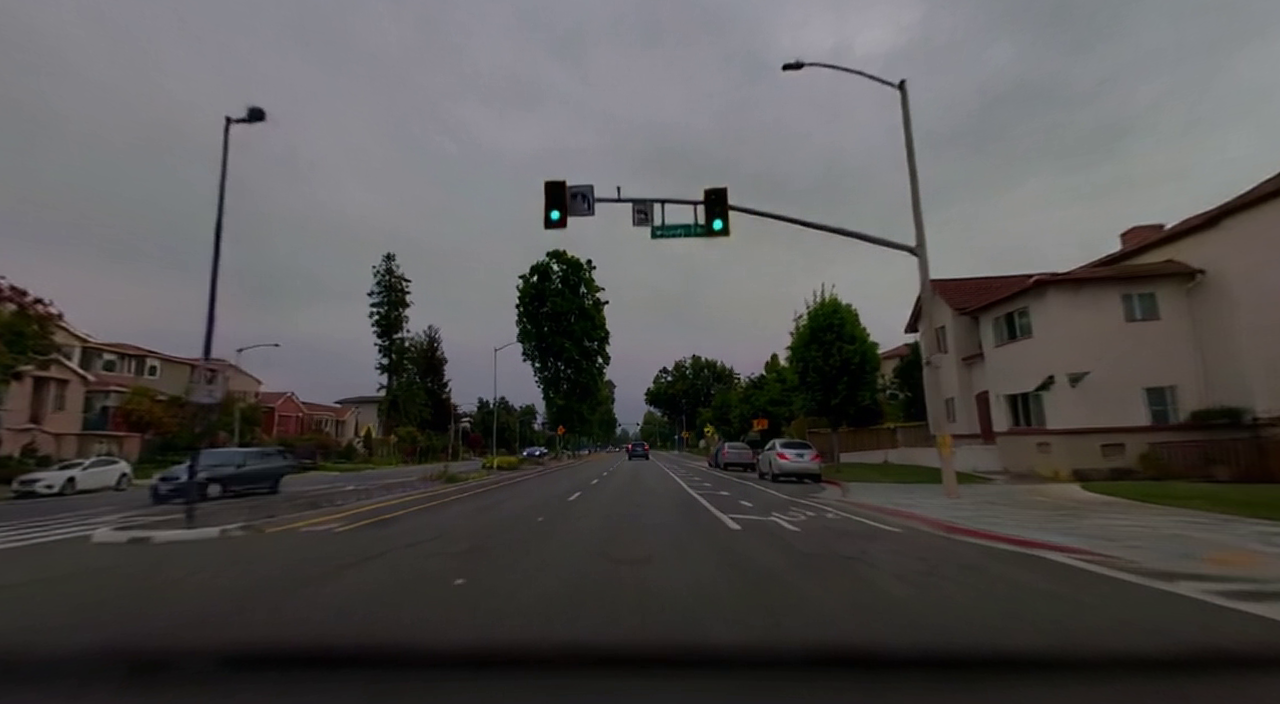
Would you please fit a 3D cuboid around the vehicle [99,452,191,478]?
[{"bbox_3d":[-37.915,8.653,48.456,4.982,1.915,2.401,0,-8,0],"label":"vehicle"}]

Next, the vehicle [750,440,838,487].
[{"bbox_3d":[5.697,4.172,24.055,2.066,1.552,4.799,0,-8,-1],"label":"vehicle"}]

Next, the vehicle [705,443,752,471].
[{"bbox_3d":[5.496,6.567,39.919,2.131,1.604,5.543,0,-8,0],"label":"vehicle"}]

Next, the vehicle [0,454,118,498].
[{"bbox_3d":[-25.819,5.348,27.676,1.912,1.681,4.625,0,-9,-1],"label":"vehicle"}]
